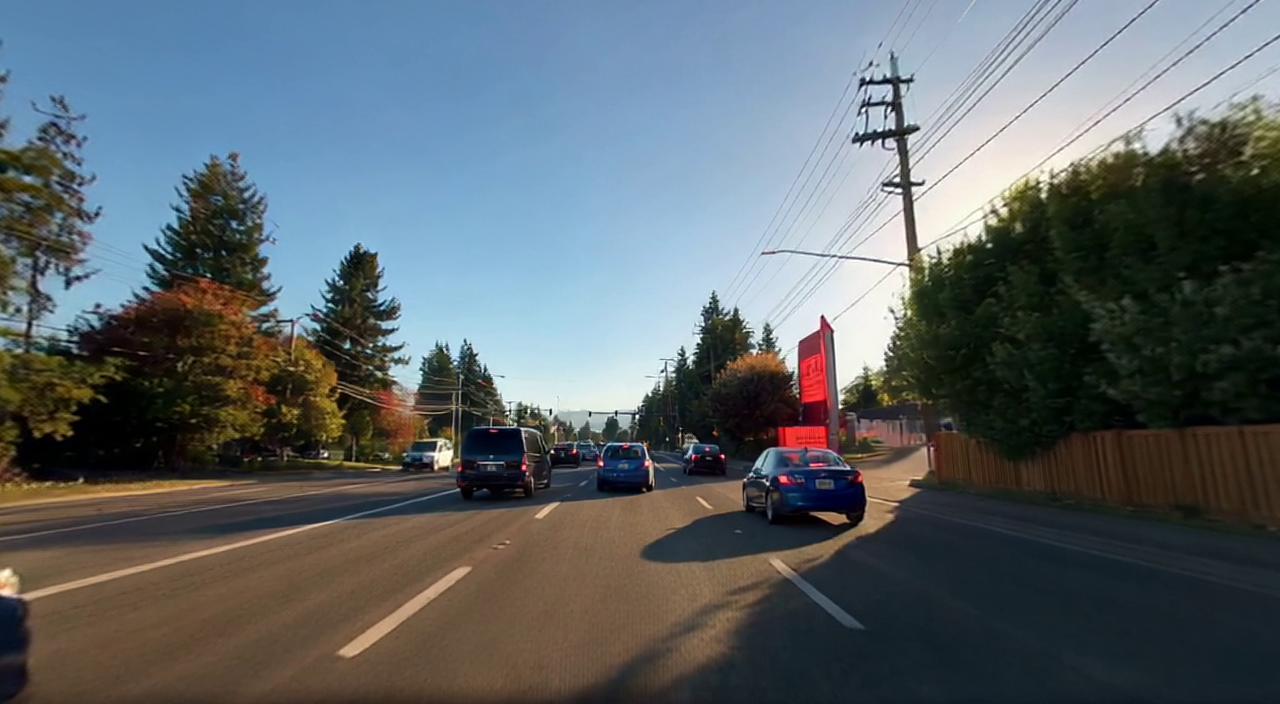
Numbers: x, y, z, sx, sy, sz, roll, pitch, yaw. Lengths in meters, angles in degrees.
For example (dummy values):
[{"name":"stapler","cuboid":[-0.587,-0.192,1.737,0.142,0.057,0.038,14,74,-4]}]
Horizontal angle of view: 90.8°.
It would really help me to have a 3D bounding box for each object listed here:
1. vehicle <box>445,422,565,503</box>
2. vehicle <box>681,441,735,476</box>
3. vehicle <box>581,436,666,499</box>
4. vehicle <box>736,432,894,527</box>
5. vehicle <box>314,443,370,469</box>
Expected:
[{"name":"vehicle","cuboid":[-3.370,2.894,16.898,2.092,1.839,4.736,0,-9,1]},{"name":"vehicle","cuboid":[3.054,4.918,29.311,1.878,1.479,4.461,0,-9,-2]},{"name":"vehicle","cuboid":[-0.411,3.139,17.526,2.097,1.511,3.809,0,-9,0]},{"name":"vehicle","cuboid":[3.117,2.348,12.128,1.880,1.521,3.724,0,-9,-2]},{"name":"vehicle","cuboid":[-23.147,8.094,49.265,2.094,1.899,4.789,0,-9,-1]}]
